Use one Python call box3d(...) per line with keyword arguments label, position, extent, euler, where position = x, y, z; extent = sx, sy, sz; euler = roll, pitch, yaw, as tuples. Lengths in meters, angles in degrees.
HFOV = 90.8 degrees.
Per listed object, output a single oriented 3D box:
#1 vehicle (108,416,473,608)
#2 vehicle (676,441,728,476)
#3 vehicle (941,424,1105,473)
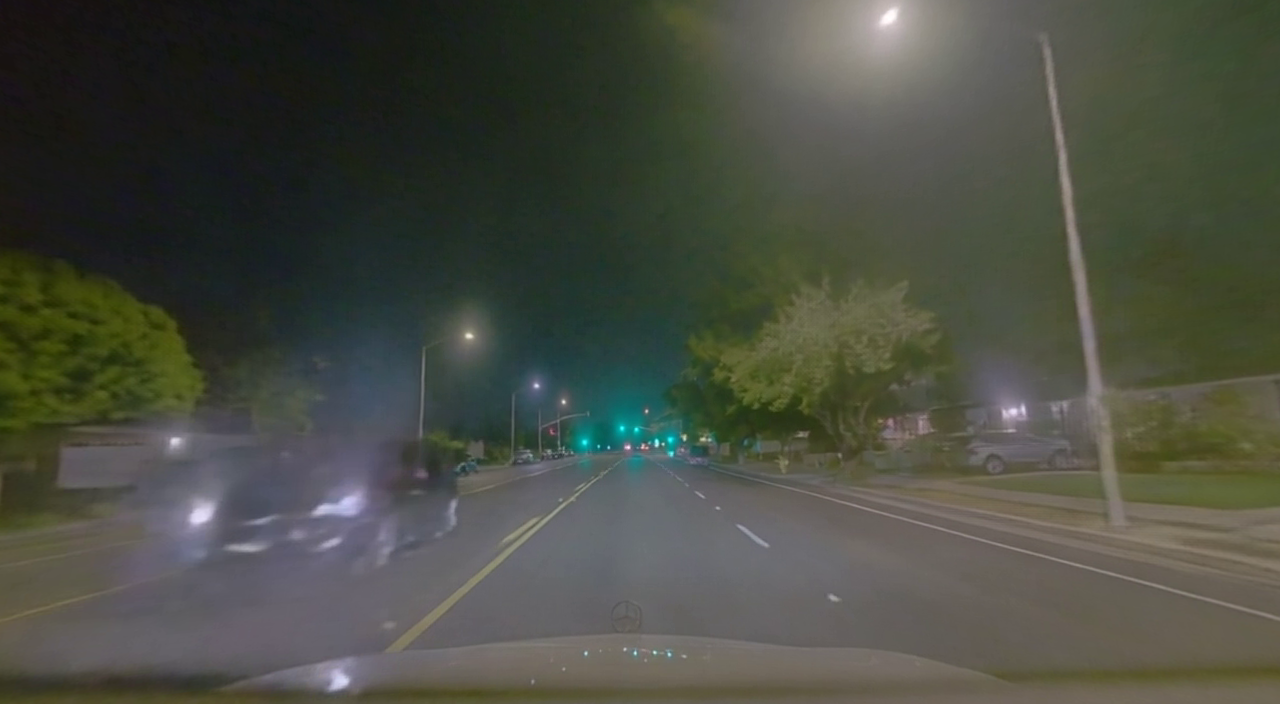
box3d(label="vehicle", position=(-3.692, 1.745, 7.853), extent=(2.076, 1.688, 4.284), euler=(0, -8, 0))
box3d(label="vehicle", position=(2.928, 5.146, 30.751), extent=(1.983, 1.557, 4.078), euler=(0, -8, -2))
box3d(label="vehicle", position=(12.600, 3.208, 21.024), extent=(4.183, 1.516, 1.884), euler=(-1, -8, 2))
